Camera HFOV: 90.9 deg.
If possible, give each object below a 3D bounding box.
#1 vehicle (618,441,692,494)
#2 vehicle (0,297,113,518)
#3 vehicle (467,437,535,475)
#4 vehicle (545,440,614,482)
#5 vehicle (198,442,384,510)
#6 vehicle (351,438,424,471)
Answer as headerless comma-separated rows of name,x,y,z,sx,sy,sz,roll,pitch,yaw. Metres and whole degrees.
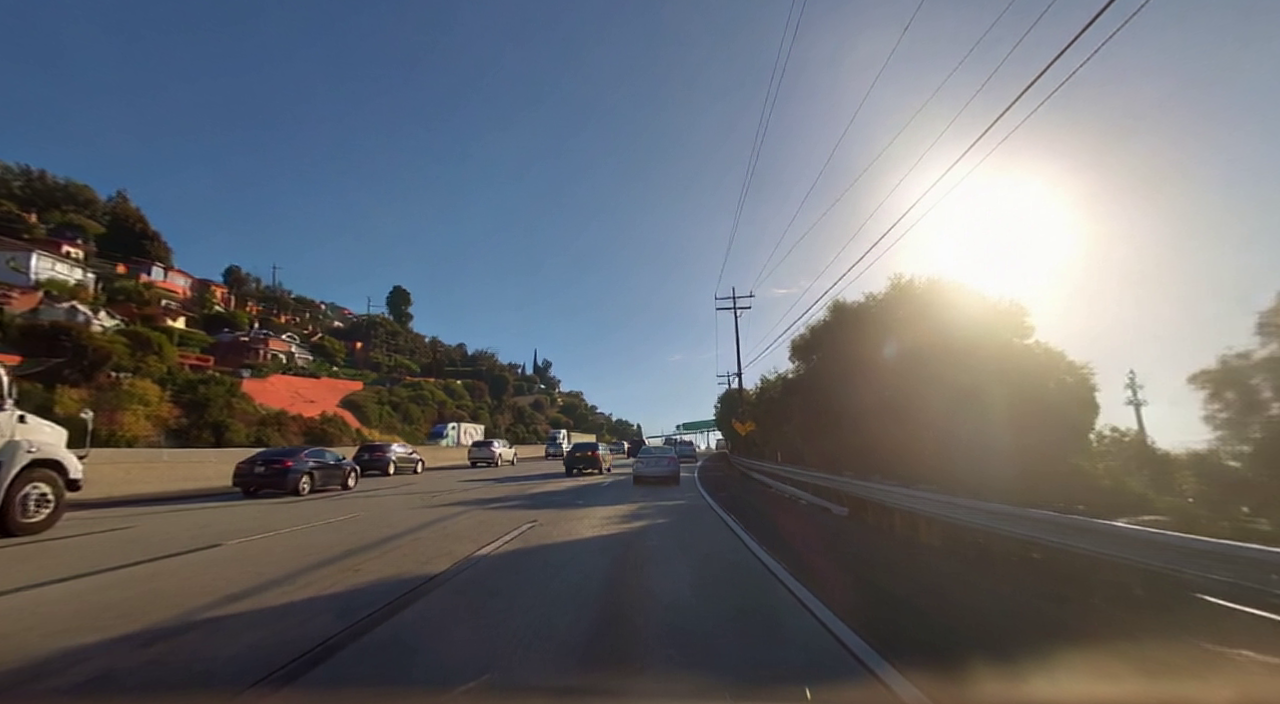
vehicle,0.552,3.570,19.904,2.109,1.495,3.935,-1,-8,4
vehicle,-13.609,0.531,8.235,3.161,4.024,11.136,-1,-8,4
vehicle,-7.160,5.388,32.988,2.080,1.833,4.461,-1,-8,6
vehicle,-2.465,4.597,26.982,2.121,1.639,4.383,-1,-8,5
vehicle,-8.663,3.072,16.237,1.959,1.469,4.450,-1,-8,5
vehicle,-14.668,5.999,36.979,2.020,1.790,4.563,-1,-8,5
